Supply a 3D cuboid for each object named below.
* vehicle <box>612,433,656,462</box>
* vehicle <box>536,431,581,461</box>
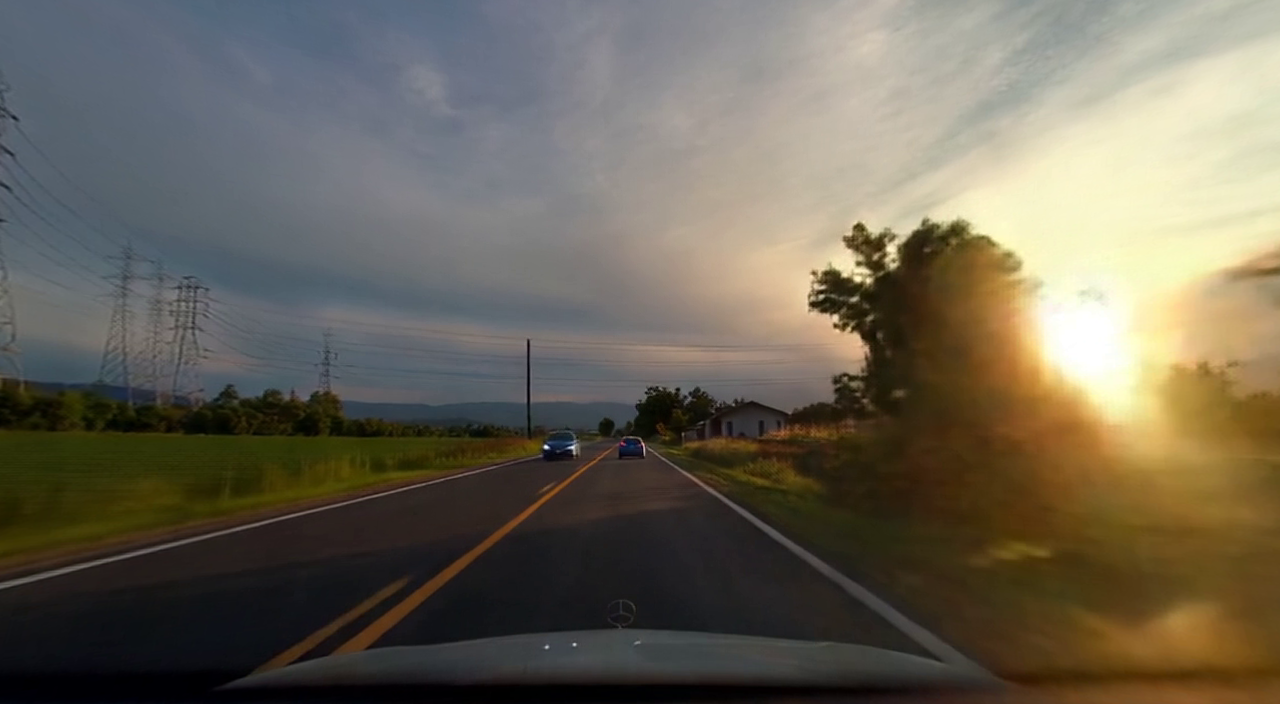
[{"bbox_3d":[-0.319,5.101,33.830,2.241,1.471,3.829,0,-8,-1],"label":"vehicle"},{"bbox_3d":[-4.567,5.291,35.822,2.079,1.591,3.951,0,-8,-1],"label":"vehicle"}]
